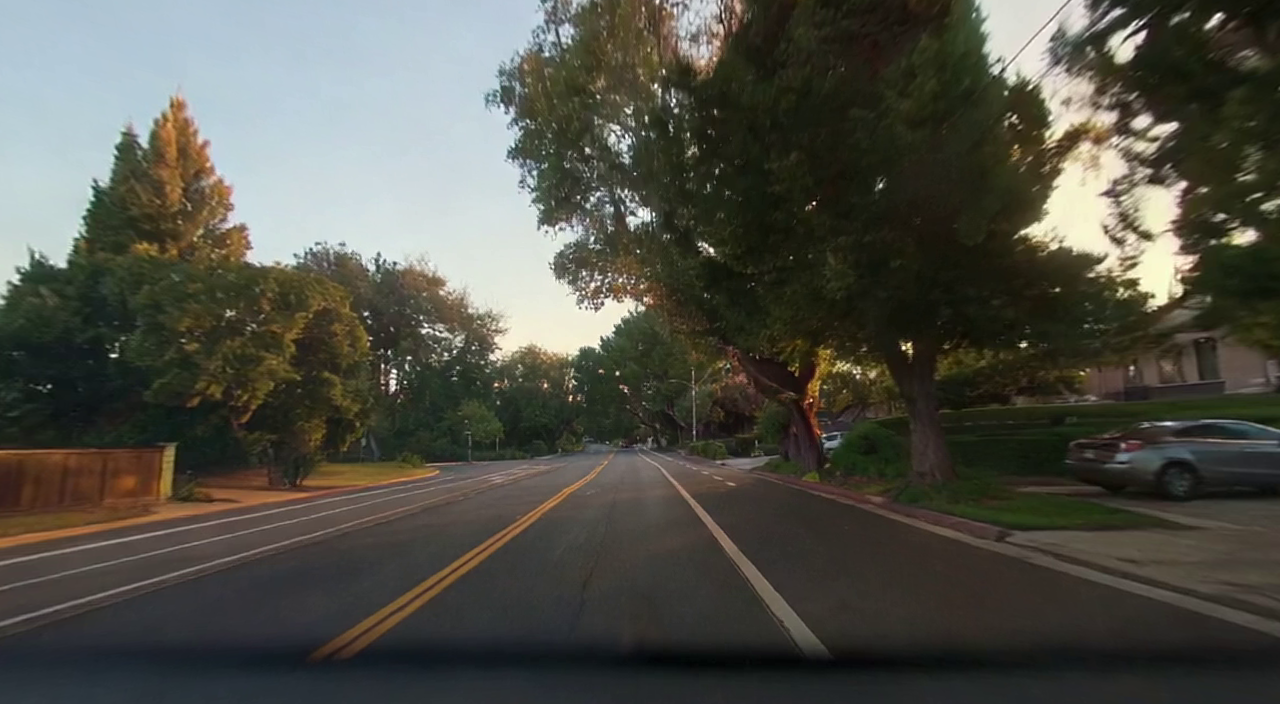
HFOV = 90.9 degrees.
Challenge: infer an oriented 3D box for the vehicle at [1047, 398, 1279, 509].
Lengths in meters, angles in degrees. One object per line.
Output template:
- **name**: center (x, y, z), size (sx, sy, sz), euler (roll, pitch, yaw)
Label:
- **vehicle**: center (10.563, 1.864, 11.704), size (4.461, 1.858, 2.055), euler (0, -8, 3)
